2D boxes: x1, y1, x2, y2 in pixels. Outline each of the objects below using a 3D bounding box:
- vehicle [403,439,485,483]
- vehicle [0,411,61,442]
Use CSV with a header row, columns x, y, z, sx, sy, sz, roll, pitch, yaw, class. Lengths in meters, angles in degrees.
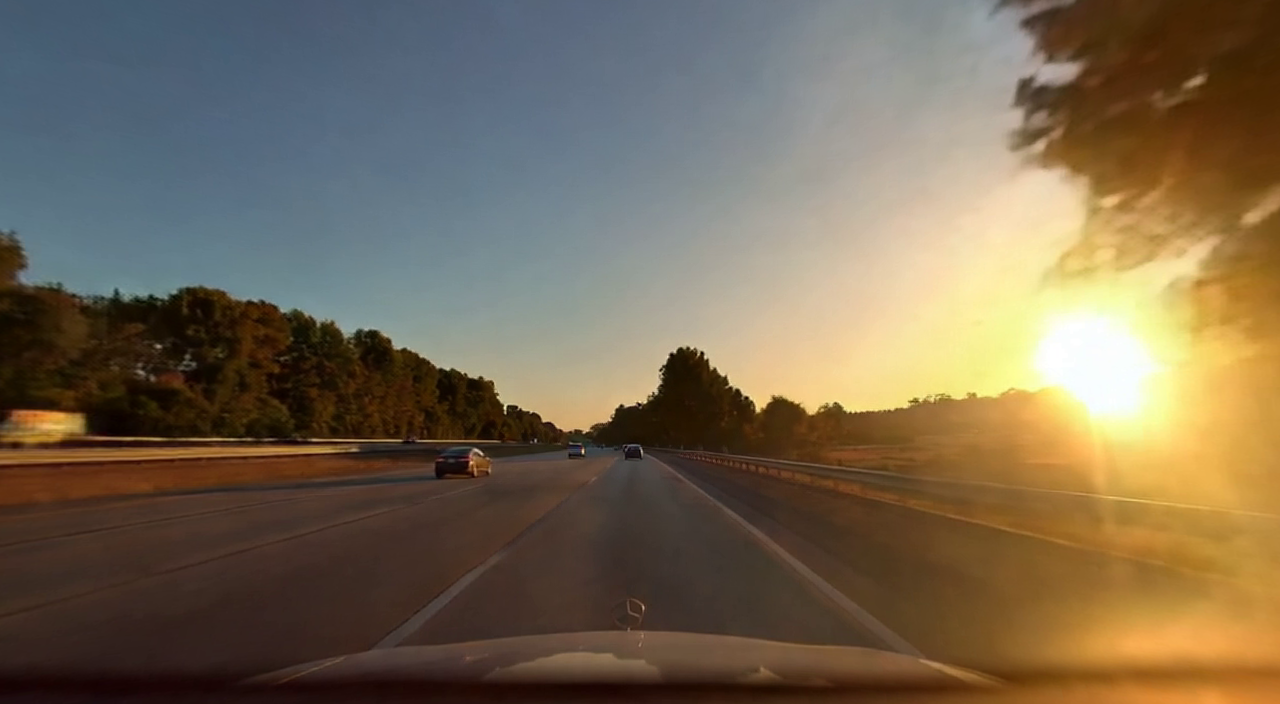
x,y,z,sx,sy,sz,roll,pitch,yaw,class
-7.687,4.289,25.132,1.972,1.603,3.891,0,-8,0,vehicle
-42.445,4.994,41.863,2.290,1.947,5.925,0,-8,0,vehicle
